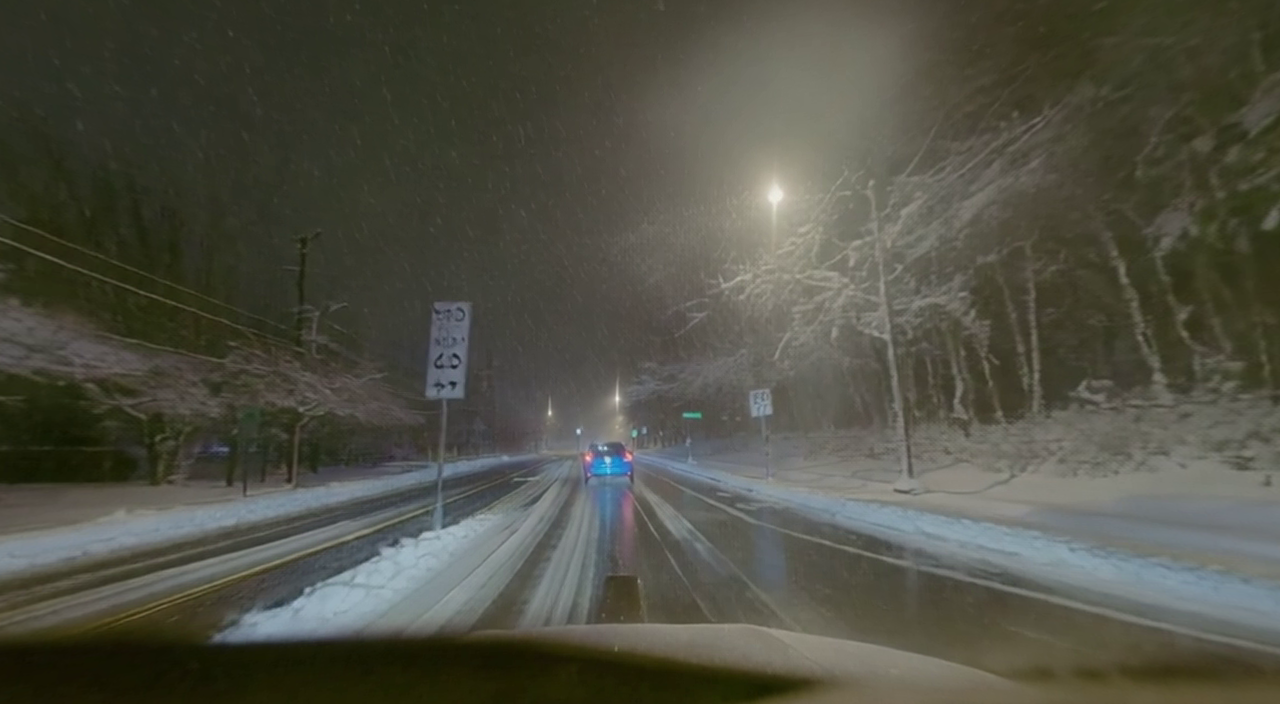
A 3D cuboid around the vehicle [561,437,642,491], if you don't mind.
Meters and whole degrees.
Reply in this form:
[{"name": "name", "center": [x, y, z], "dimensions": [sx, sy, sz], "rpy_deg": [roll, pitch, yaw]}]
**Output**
[{"name": "vehicle", "center": [-1.202, 3.498, 20.103], "dimensions": [2.295, 1.510, 4.364], "rpy_deg": [0, -8, -3]}]
